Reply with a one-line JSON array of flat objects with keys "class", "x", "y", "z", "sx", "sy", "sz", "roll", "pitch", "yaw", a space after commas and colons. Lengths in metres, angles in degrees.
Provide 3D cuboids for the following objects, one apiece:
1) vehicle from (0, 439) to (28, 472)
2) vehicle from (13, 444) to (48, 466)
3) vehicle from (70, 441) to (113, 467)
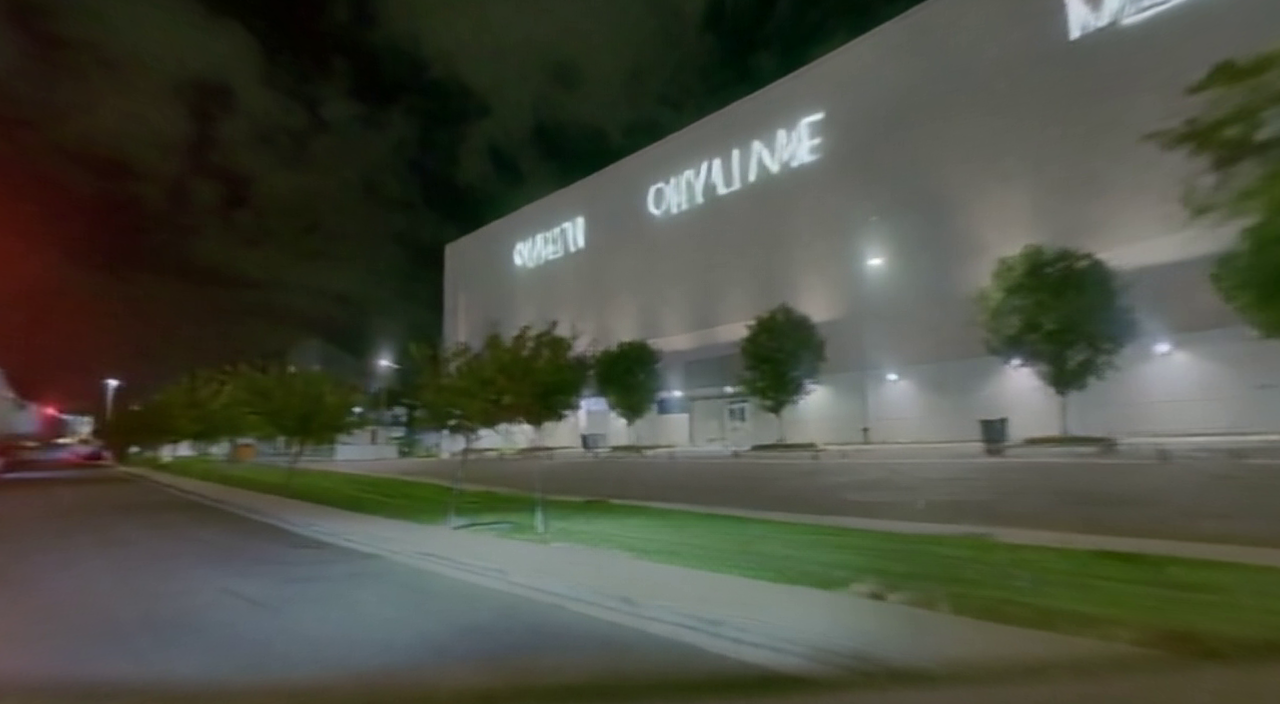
[{"class": "vehicle", "x": -39.869, "y": 6.552, "z": 39.388, "sx": 2.161, "sy": 1.843, "sz": 5.181, "roll": 3, "pitch": -9, "yaw": -45}, {"class": "vehicle", "x": -48.133, "y": 8.076, "z": 49.780, "sx": 1.773, "sy": 1.535, "sz": 3.979, "roll": 5, "pitch": -9, "yaw": -42}, {"class": "vehicle", "x": -41.194, "y": 7.606, "z": 47.289, "sx": 2.091, "sy": 1.859, "sz": 4.194, "roll": 7, "pitch": -10, "yaw": -43}]
